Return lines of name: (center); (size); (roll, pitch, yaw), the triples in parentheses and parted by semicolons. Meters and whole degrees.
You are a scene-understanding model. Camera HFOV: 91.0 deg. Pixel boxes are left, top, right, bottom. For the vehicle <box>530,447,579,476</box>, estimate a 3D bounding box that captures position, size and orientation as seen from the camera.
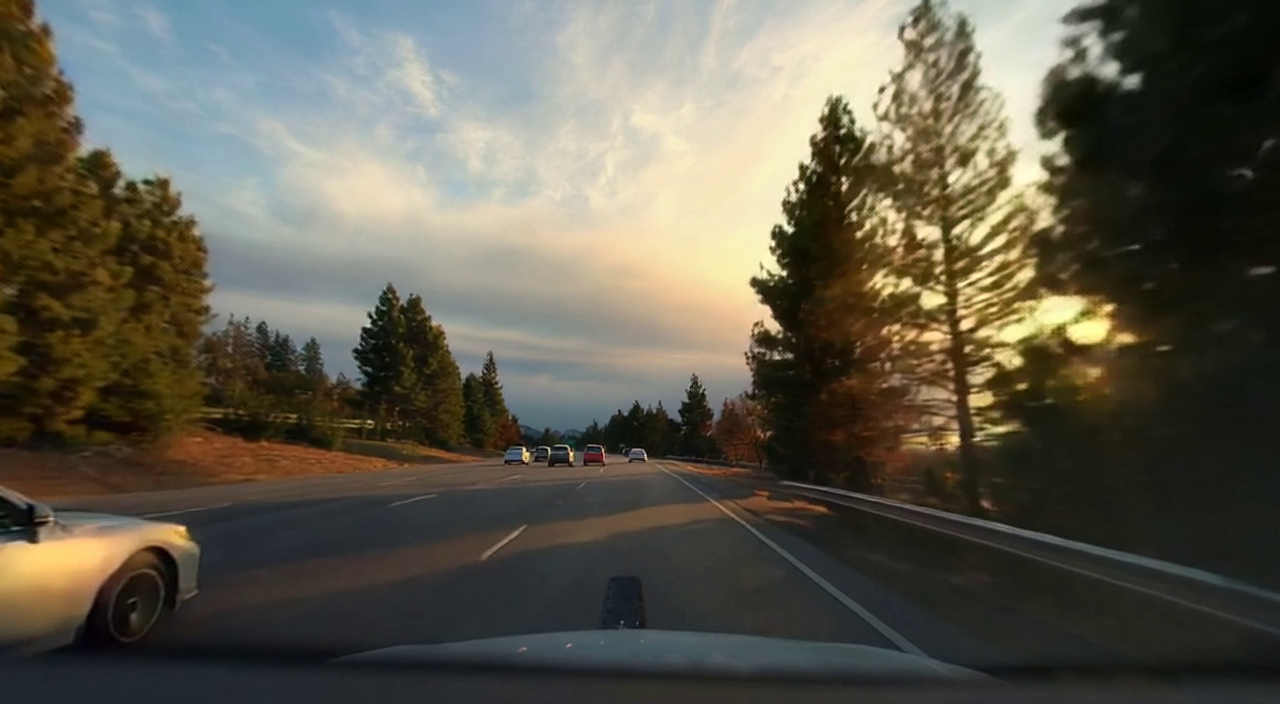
vehicle: (-4.674, 6.028, 34.933); (2.120, 1.458, 4.031); (0, -9, 1)
